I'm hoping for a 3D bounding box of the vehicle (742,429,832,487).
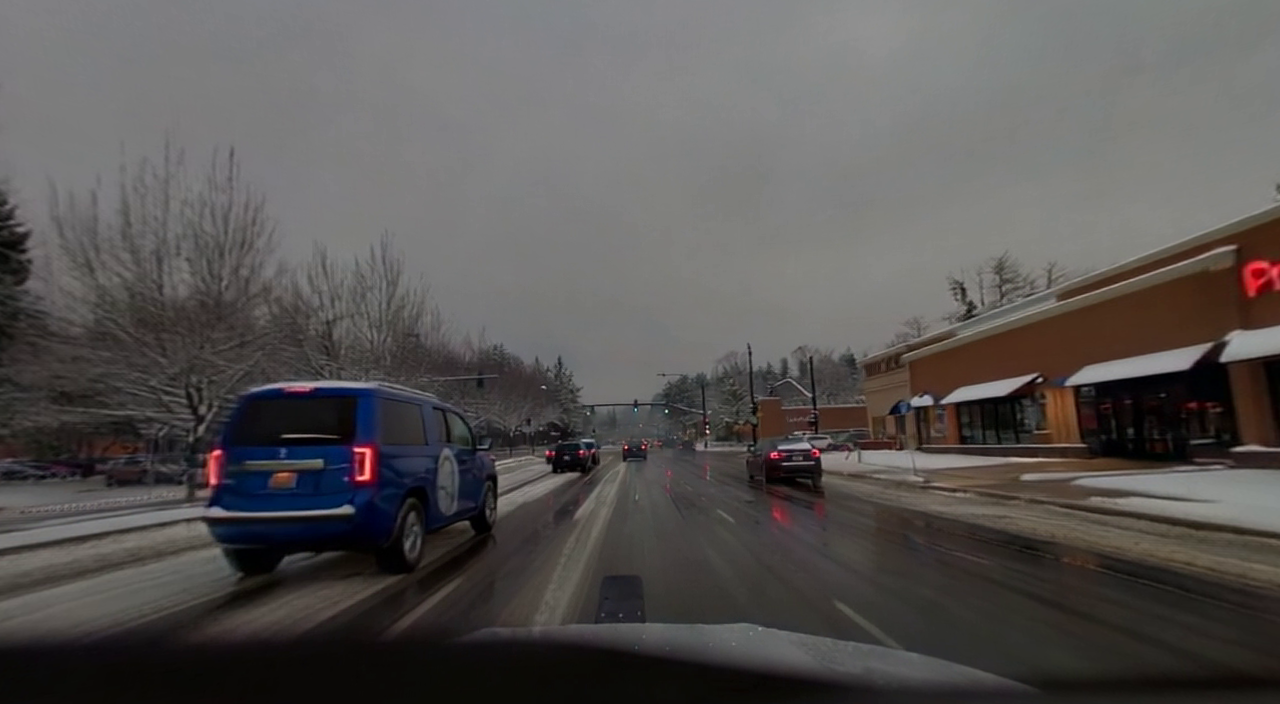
[{"bbox_3d":[4.560,3.376,20.264,1.869,1.646,4.166,0,-9,0],"label":"vehicle"}]

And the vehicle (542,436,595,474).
[{"bbox_3d":[-3.377,5.001,30.810,2.030,1.724,4.365,0,-9,1],"label":"vehicle"}]

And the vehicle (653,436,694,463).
[{"bbox_3d":[2.500,7.057,45.659,2.209,1.806,4.689,-2,-9,12],"label":"vehicle"}]

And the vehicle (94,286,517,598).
[{"bbox_3d":[-3.528,1.208,8.615,2.443,2.784,5.862,0,-9,1],"label":"vehicle"}]
